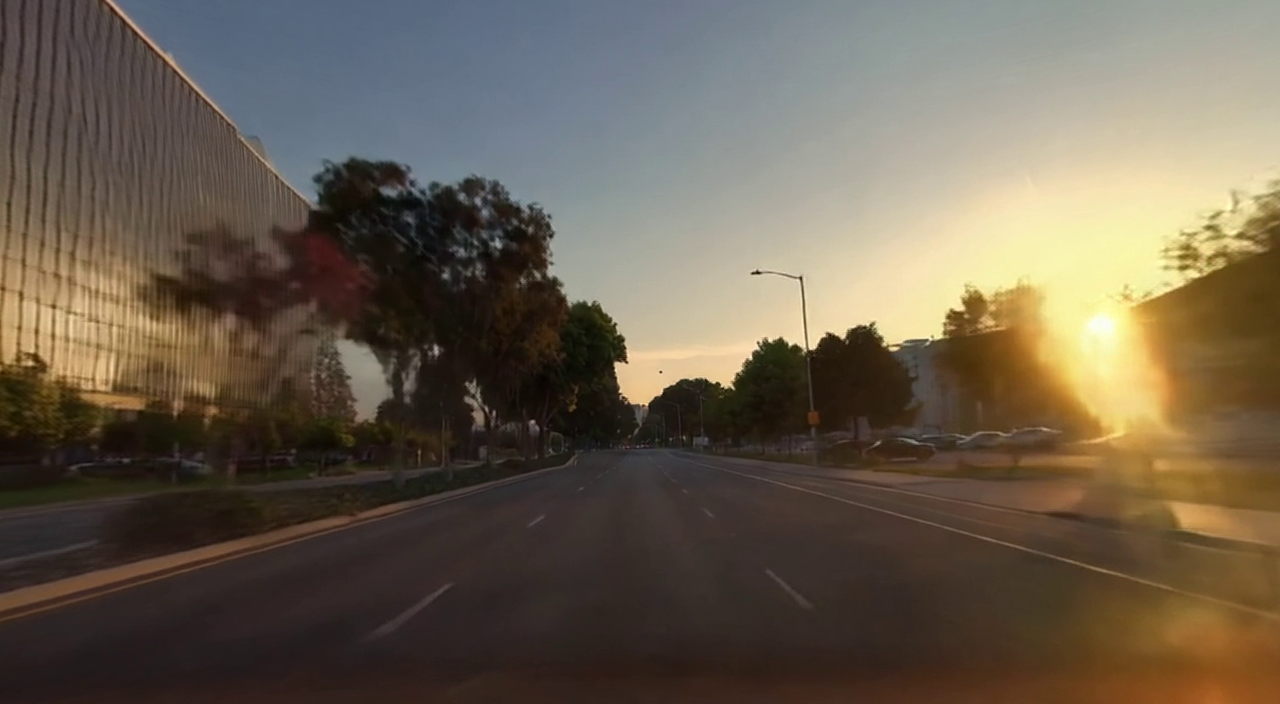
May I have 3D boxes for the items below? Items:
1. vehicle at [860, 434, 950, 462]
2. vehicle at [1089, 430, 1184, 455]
[{"bbox_3d":[17.291,6.292,41.356,4.938,1.729,2.098,1,-8,-4],"label":"vehicle"},{"bbox_3d":[30.213,5.518,38.508,4.324,1.472,1.711,0,-8,-1],"label":"vehicle"}]
